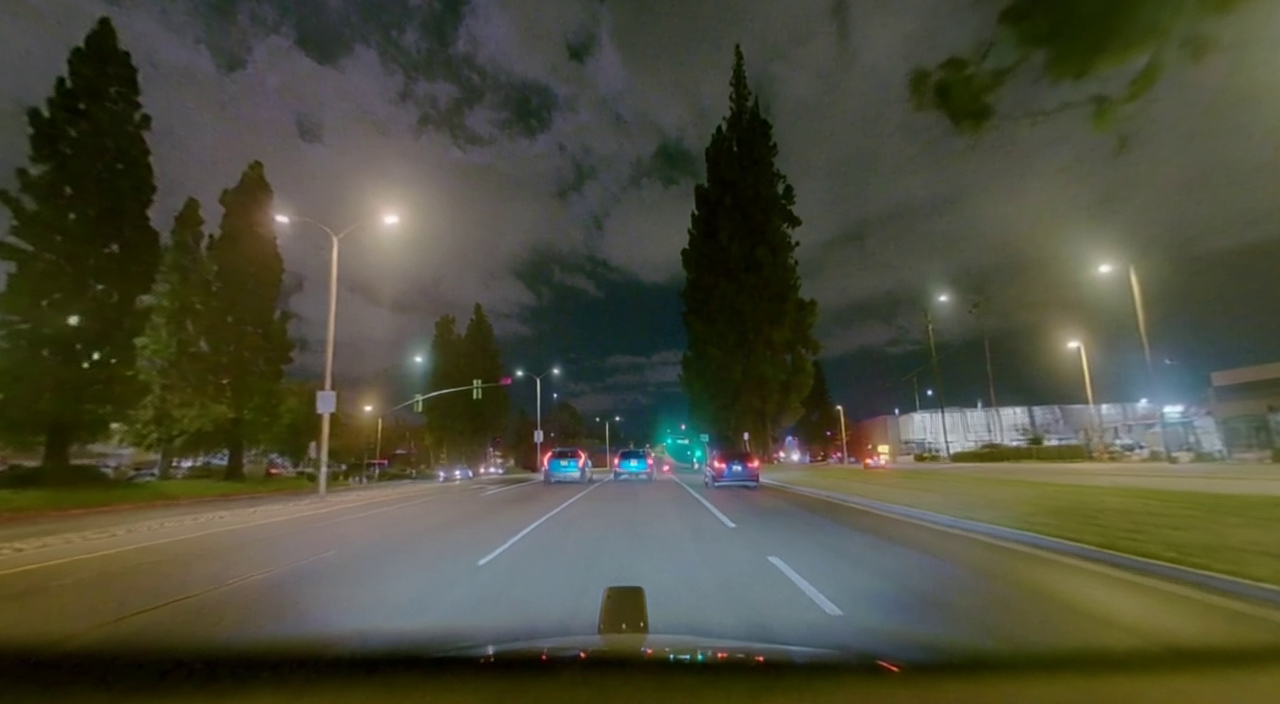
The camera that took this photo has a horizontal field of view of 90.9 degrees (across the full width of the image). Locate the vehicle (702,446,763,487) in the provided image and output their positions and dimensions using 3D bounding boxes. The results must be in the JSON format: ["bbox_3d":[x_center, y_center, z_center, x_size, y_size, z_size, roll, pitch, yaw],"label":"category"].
[{"bbox_3d":[3.749,4.684,26.109,1.847,1.554,4.052,0,-9,-1],"label":"vehicle"}]

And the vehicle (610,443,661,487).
[{"bbox_3d":[-0.166,4.764,26.925,2.022,1.700,4.084,0,-9,1],"label":"vehicle"}]

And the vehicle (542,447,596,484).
[{"bbox_3d":[-3.485,5.647,31.840,2.047,1.710,4.314,0,-8,2],"label":"vehicle"}]

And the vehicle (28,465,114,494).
[{"bbox_3d":[-32.663,7.292,36.374,1.742,1.411,4.415,2,-9,-14],"label":"vehicle"}]

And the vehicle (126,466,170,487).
[{"bbox_3d":[-37.907,9.587,48.638,1.752,1.396,4.340,4,-10,-26],"label":"vehicle"}]
